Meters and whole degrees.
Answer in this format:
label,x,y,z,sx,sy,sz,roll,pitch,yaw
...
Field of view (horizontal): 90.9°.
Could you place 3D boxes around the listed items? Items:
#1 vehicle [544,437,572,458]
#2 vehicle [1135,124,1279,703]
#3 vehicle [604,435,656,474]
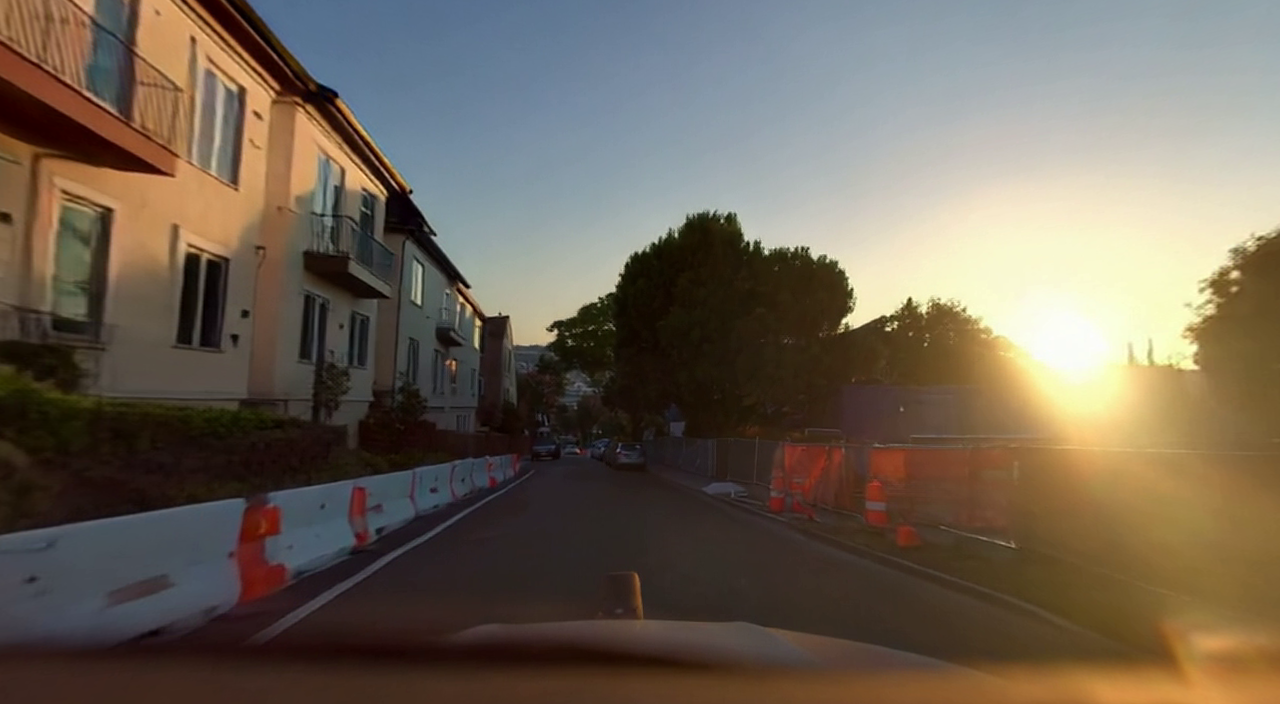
label,x,y,z,sx,sy,sz,roll,pitch,yaw
vehicle,-6.197,7.221,47.764,1.834,1.543,3.497,0,-8,-4
vehicle,3.164,0.370,1.320,1.758,2.572,2.706,7,-13,-8
vehicle,-0.592,5.045,31.395,2.066,1.739,4.234,1,-8,-8
